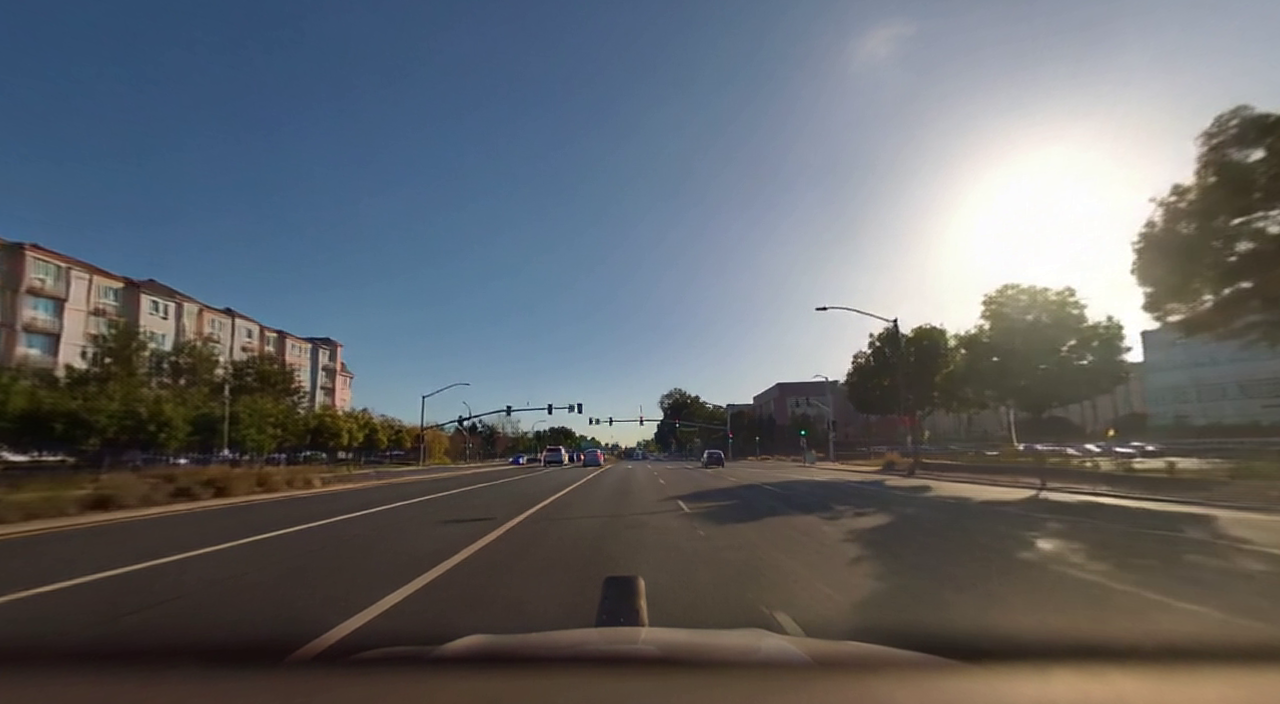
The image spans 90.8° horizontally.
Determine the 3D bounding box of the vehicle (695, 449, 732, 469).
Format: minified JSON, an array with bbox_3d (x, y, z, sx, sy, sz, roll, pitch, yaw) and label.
[{"bbox_3d":[5.677,8.303,49.285,2.187,1.475,4.529,0,-8,-2],"label":"vehicle"}]
